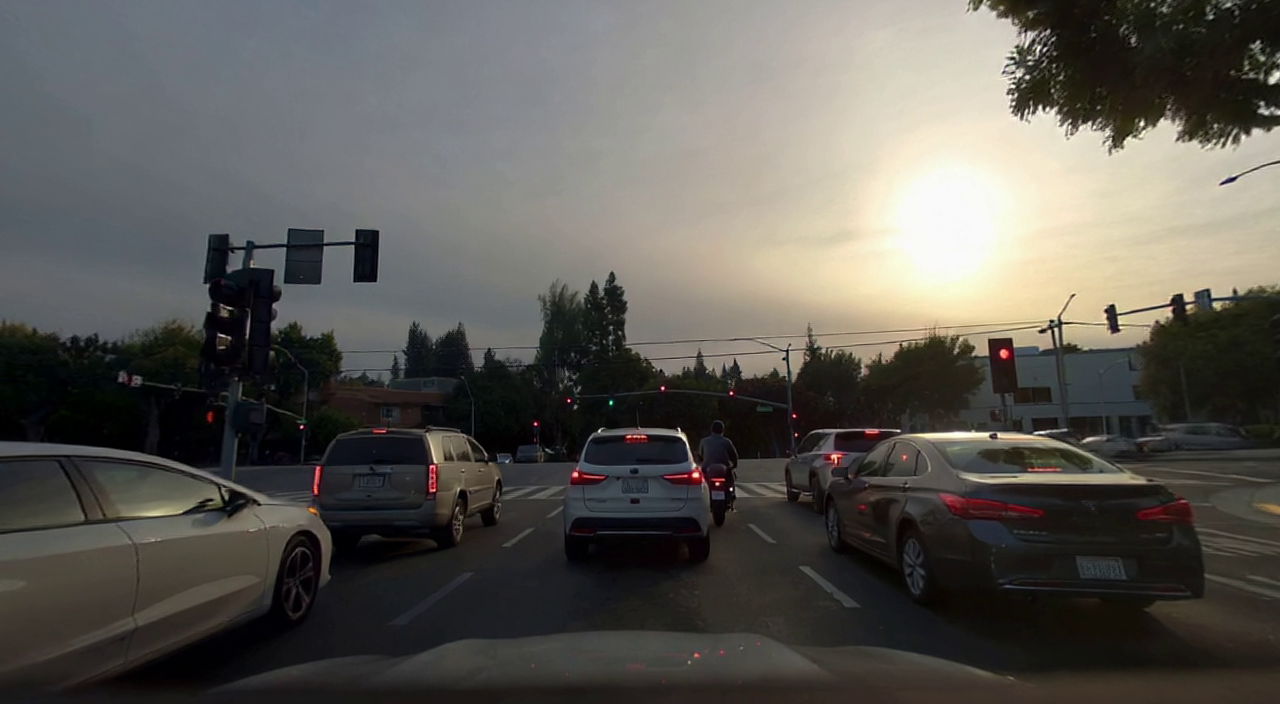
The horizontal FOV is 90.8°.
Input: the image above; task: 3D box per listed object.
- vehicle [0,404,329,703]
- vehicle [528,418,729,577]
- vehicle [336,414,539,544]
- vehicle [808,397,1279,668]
[{"bbox_3d":[-3.340,0.950,2.372,1.863,1.495,4.667,0,-8,2],"label":"vehicle"},{"bbox_3d":[-0.089,1.804,8.557,2.106,1.655,3.717,0,-8,1],"label":"vehicle"},{"bbox_3d":[-3.207,2.117,11.163,2.048,1.805,4.405,0,-8,1],"label":"vehicle"},{"bbox_3d":[3.249,1.443,6.198,2.006,1.659,4.462,0,-8,1],"label":"vehicle"}]
